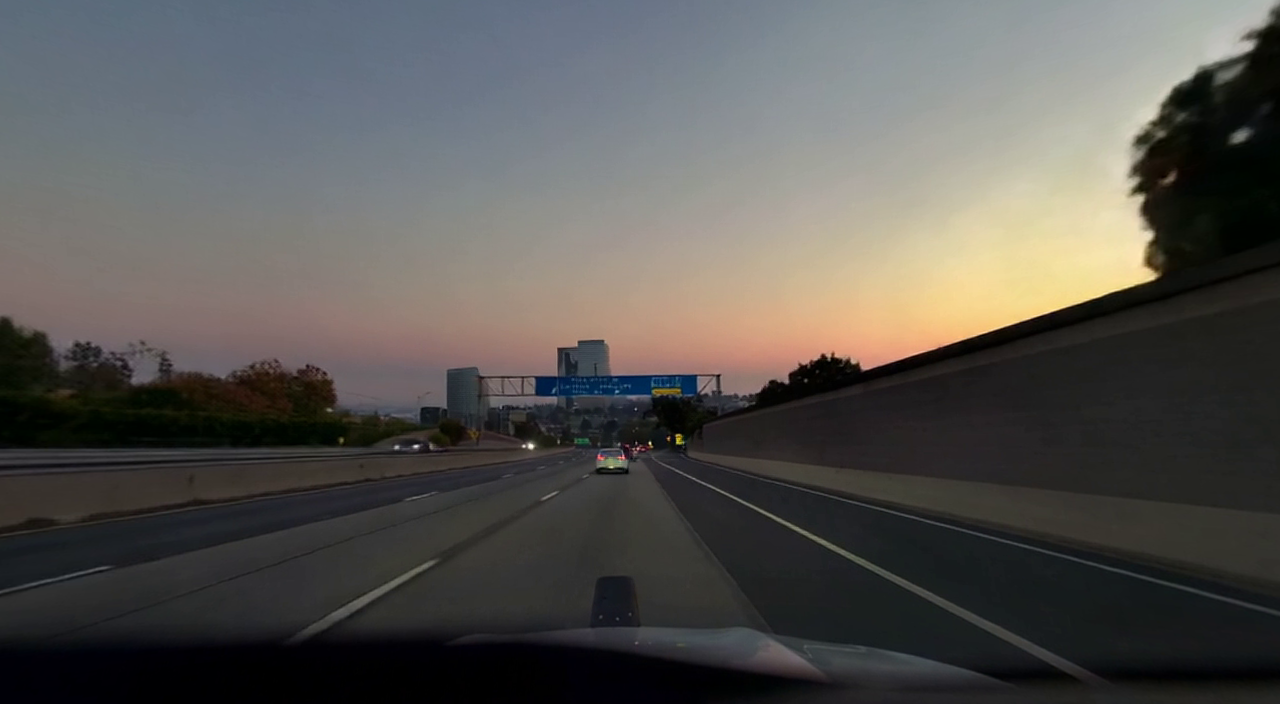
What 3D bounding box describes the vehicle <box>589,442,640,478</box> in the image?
[{"bbox_3d":[-1.112,5.012,29.195,2.055,1.509,4.255,-1,-9,2],"label":"vehicle"}]
